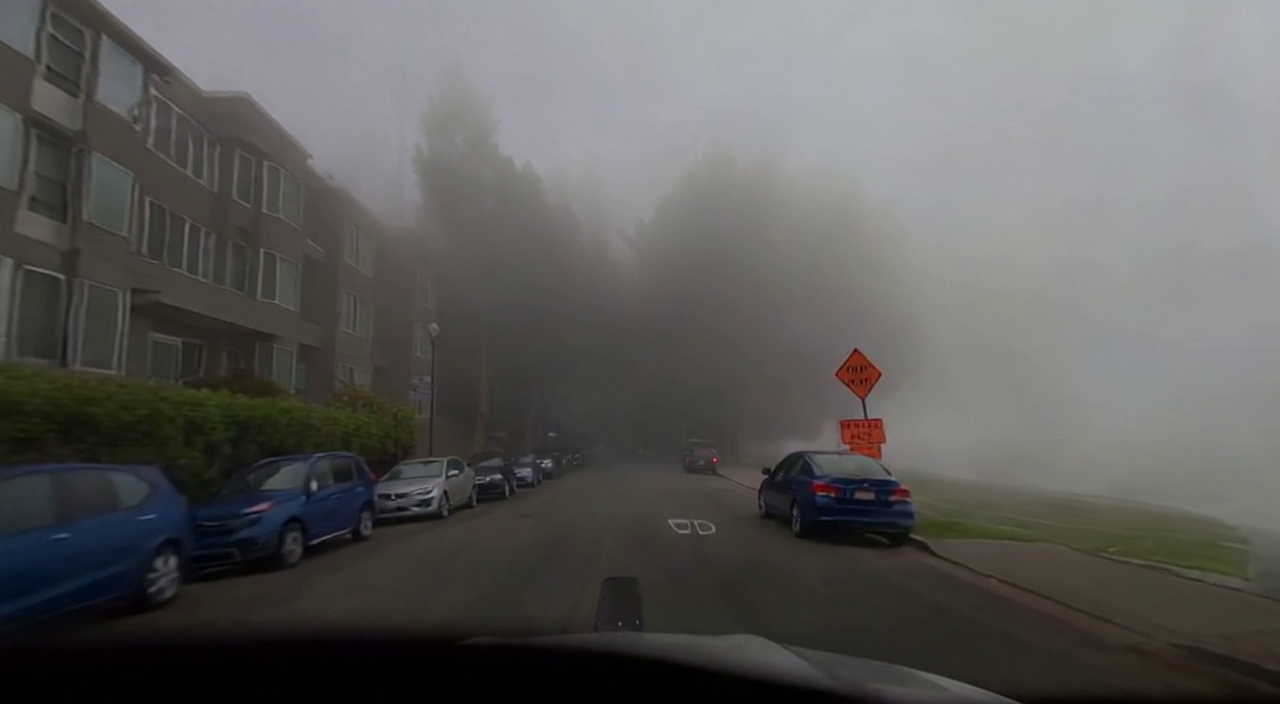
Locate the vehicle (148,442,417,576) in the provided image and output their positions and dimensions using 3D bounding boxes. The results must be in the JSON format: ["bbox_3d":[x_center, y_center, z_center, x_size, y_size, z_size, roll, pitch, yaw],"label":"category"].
[{"bbox_3d":[-5.027,2.193,9.656,1.782,1.585,3.962,0,-9,0],"label":"vehicle"}]

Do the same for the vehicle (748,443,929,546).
[{"bbox_3d":[3.303,2.426,11.461,1.835,1.490,4.134,0,-9,-1],"label":"vehicle"}]

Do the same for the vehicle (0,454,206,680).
[{"bbox_3d":[-5.198,1.505,4.505,1.722,1.491,3.431,0,-9,0],"label":"vehicle"}]

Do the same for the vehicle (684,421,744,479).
[{"bbox_3d":[4.040,5.212,34.064,1.961,2.656,3.047,-2,-2,34],"label":"vehicle"}]
